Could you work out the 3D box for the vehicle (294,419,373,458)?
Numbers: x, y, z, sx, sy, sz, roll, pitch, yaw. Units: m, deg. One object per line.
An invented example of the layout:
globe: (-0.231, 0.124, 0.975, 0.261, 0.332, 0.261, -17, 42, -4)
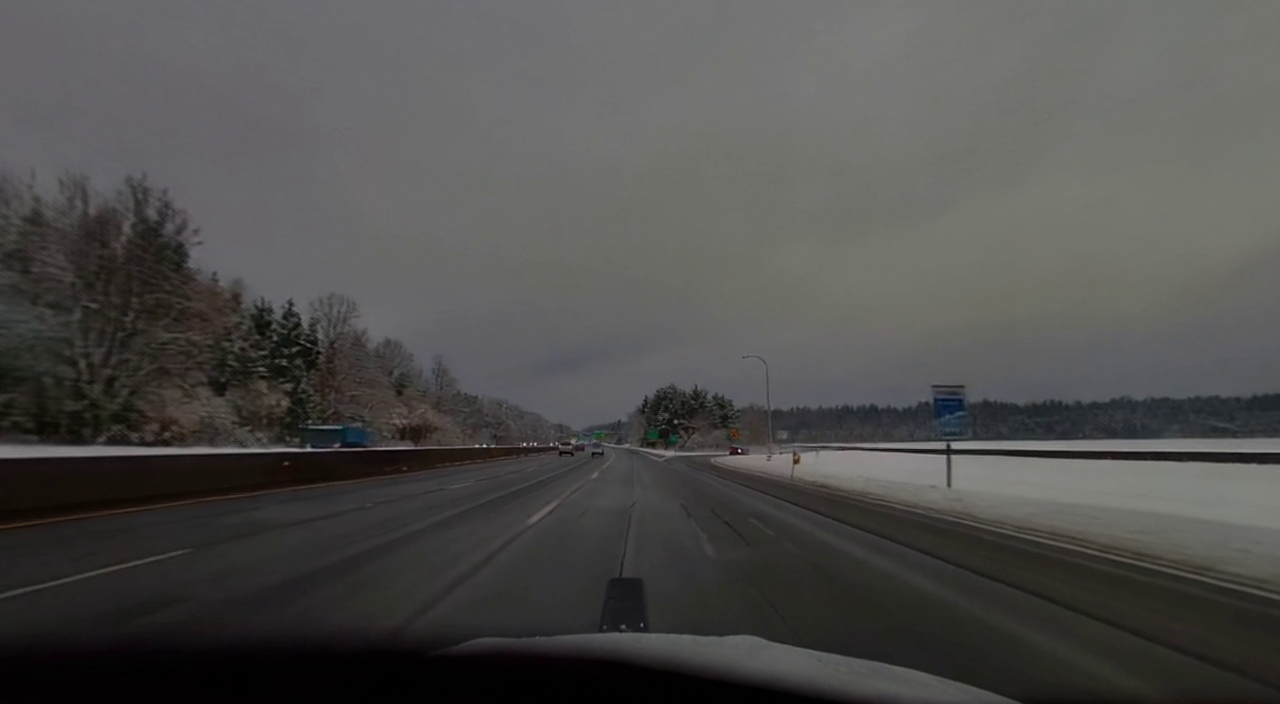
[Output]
vehicle: (-21.295, 6.083, 43.965, 2.396, 2.530, 6.033, 0, -8, 0)
